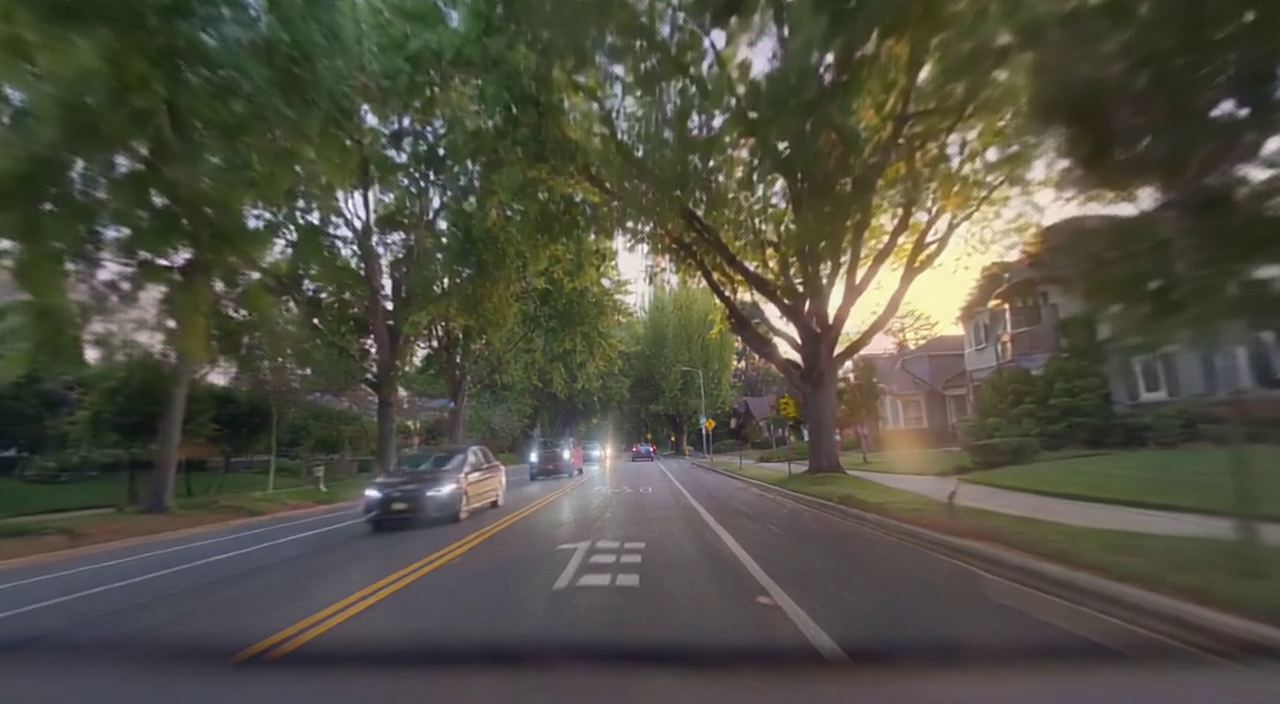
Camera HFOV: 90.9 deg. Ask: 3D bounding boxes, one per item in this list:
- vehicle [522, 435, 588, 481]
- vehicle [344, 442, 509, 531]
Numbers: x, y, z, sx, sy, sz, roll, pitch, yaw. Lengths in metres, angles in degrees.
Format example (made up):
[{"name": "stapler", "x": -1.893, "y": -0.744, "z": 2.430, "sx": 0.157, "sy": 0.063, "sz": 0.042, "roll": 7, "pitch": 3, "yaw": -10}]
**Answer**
[{"name": "vehicle", "x": -3.911, "y": 4.994, "z": 29.959, "sx": 2.267, "sy": 1.975, "sz": 5.112, "roll": 0, "pitch": -9, "yaw": 2}, {"name": "vehicle", "x": -4.183, "y": 2.673, "z": 13.166, "sx": 1.905, "sy": 1.510, "sz": 4.172, "roll": -1, "pitch": -9, "yaw": 1}]
